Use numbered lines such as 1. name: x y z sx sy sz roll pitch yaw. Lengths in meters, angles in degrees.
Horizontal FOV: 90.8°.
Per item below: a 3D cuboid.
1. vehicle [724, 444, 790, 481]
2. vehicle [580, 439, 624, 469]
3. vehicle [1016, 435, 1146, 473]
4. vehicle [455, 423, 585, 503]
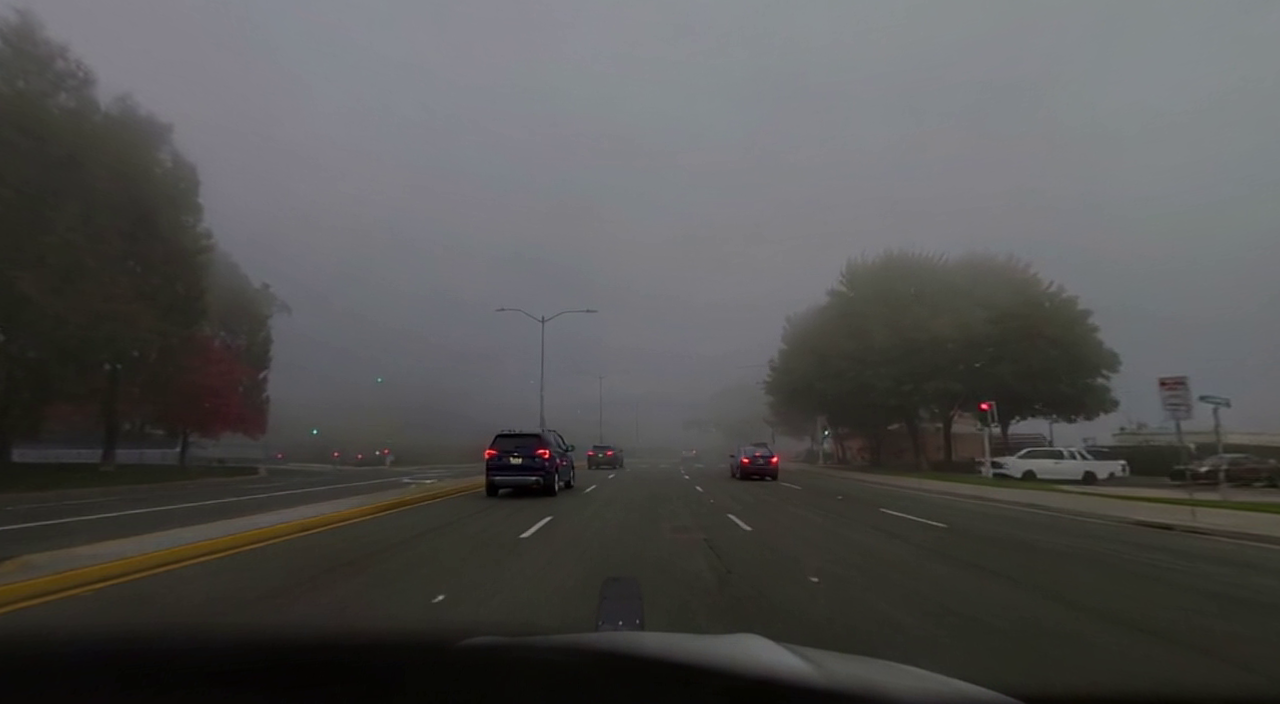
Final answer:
1. vehicle: 4.992 4.786 27.608 1.960 1.471 4.378 0 -9 -1
2. vehicle: -2.457 6.783 42.174 2.305 1.833 4.912 -1 -9 4
3. vehicle: 20.143 4.654 28.897 4.972 1.547 2.226 2 -10 -20
4. vehicle: -3.084 3.040 17.750 2.450 1.866 5.416 0 -9 1
